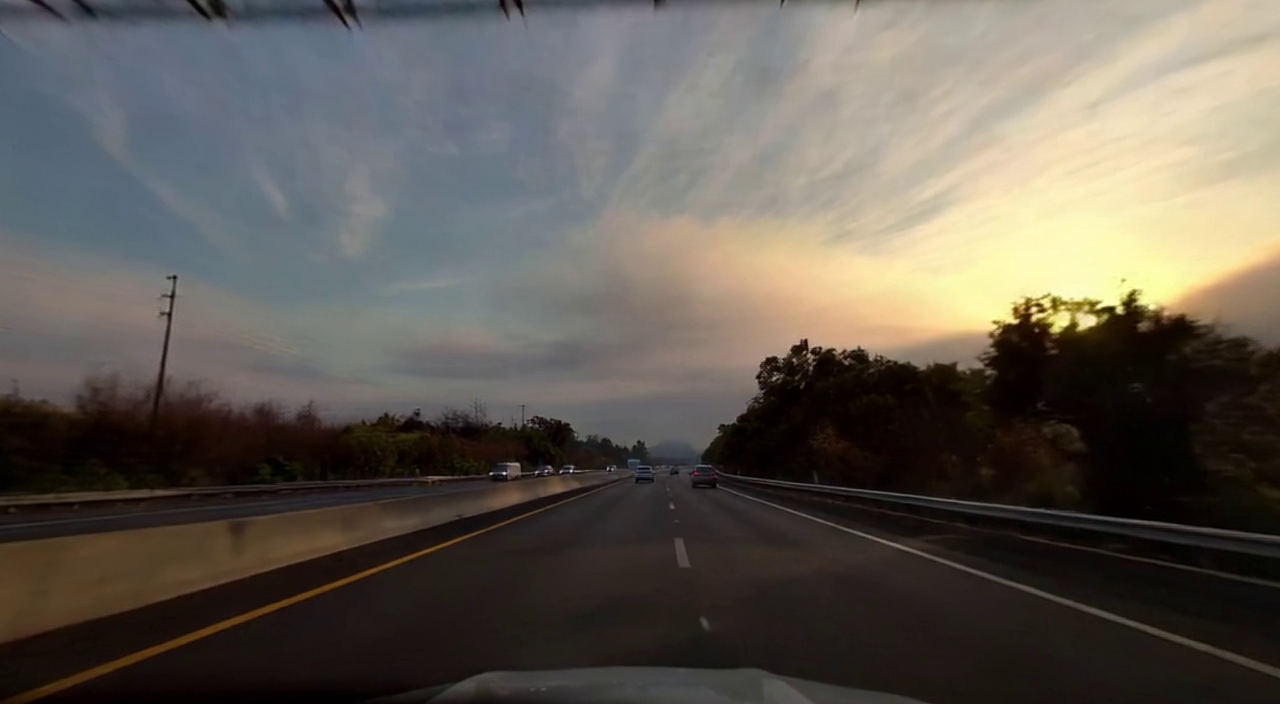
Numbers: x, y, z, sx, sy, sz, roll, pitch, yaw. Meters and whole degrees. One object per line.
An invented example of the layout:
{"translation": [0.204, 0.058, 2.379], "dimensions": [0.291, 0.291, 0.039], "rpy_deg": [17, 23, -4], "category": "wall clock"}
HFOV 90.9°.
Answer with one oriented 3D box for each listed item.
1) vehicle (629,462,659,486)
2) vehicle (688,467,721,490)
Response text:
{"translation": [0.347, 9.637, 49.916], "dimensions": [2.160, 1.721, 4.368], "rpy_deg": [0, -10, 3], "category": "vehicle"}
{"translation": [4.458, 8.808, 43.981], "dimensions": [1.937, 1.467, 4.061], "rpy_deg": [1, -10, 1], "category": "vehicle"}
